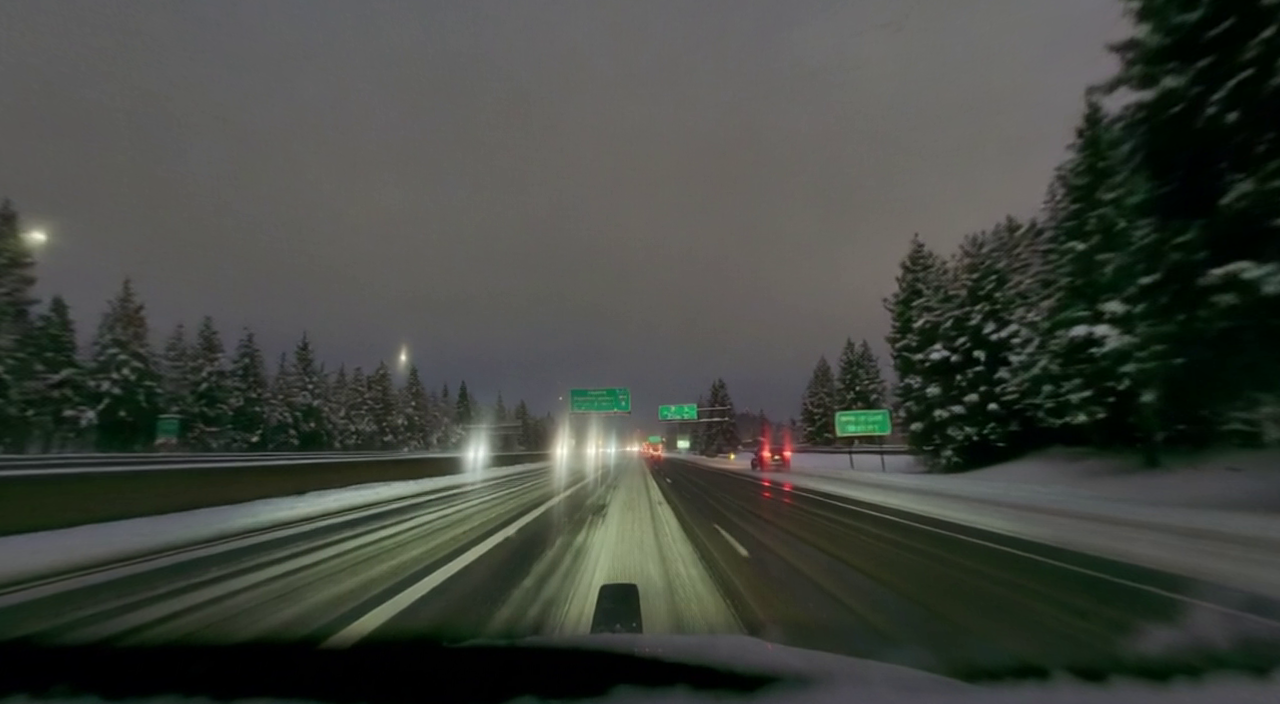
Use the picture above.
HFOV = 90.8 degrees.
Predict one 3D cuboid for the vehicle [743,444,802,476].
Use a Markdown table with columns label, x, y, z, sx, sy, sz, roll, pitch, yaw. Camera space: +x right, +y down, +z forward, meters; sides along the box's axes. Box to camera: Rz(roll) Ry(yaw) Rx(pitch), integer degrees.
| label | x | y | z | sx | sy | sz | roll | pitch | yaw |
| --- | --- | --- | --- | --- | --- | --- | --- | --- | --- |
| vehicle | 6.782 | 5.552 | 32.855 | 1.958 | 1.498 | 4.447 | 1 | -8 | -2 |
